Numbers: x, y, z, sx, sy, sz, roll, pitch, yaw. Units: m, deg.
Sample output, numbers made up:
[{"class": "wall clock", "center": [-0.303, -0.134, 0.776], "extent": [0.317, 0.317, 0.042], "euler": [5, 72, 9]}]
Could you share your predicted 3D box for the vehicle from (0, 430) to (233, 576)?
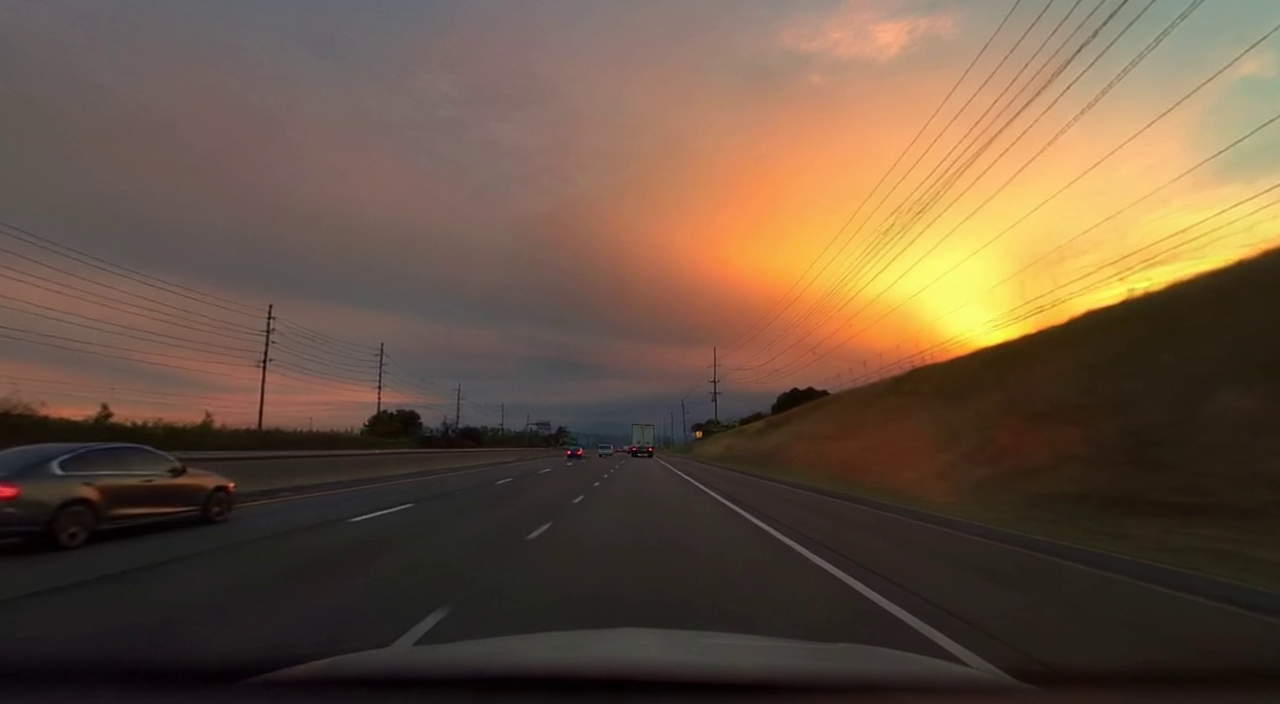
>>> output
[{"class": "vehicle", "center": [-7.411, 1.763, 7.895], "extent": [1.915, 1.454, 3.996], "euler": [0, -9, 1]}]
